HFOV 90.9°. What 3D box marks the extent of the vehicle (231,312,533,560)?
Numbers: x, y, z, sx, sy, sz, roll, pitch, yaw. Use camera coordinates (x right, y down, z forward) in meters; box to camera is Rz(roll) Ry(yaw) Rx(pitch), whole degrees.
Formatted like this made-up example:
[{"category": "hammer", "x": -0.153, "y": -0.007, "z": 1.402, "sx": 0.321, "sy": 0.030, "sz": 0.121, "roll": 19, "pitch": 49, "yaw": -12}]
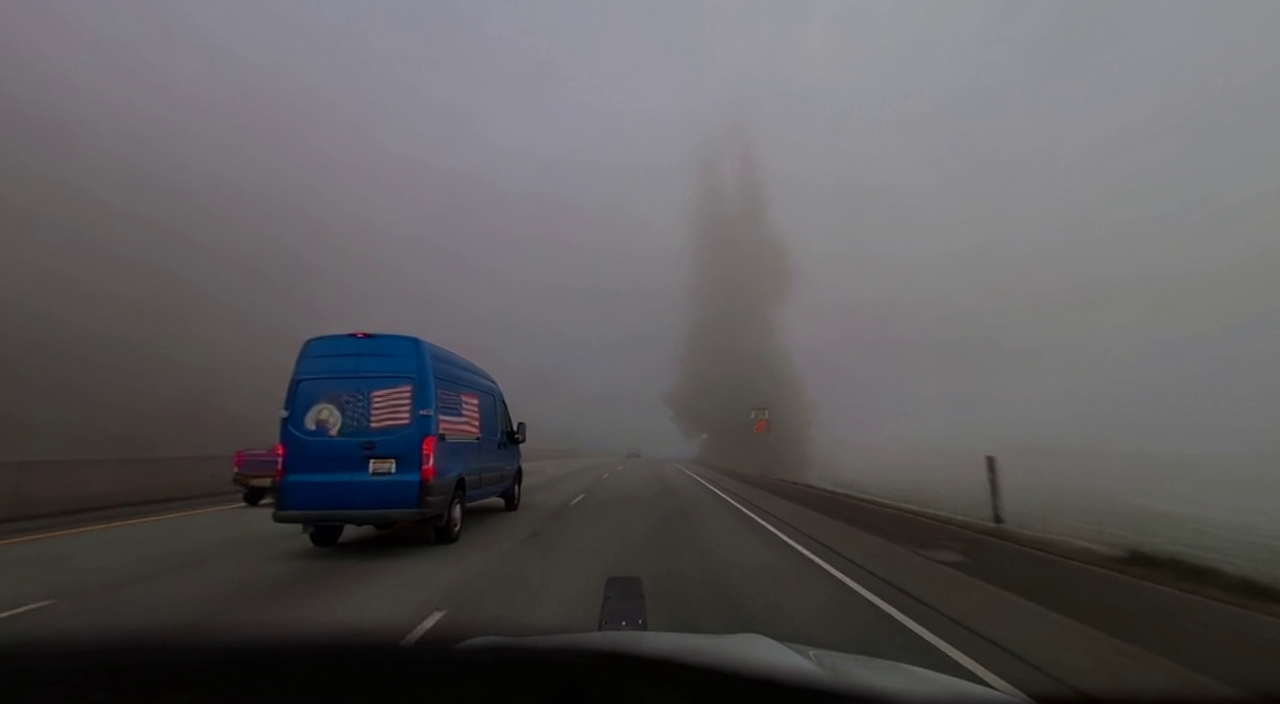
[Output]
[{"category": "vehicle", "x": -3.468, "y": 1.361, "z": 10.197, "sx": 2.319, "sy": 2.883, "sz": 5.632, "roll": 0, "pitch": -8, "yaw": 1}]
